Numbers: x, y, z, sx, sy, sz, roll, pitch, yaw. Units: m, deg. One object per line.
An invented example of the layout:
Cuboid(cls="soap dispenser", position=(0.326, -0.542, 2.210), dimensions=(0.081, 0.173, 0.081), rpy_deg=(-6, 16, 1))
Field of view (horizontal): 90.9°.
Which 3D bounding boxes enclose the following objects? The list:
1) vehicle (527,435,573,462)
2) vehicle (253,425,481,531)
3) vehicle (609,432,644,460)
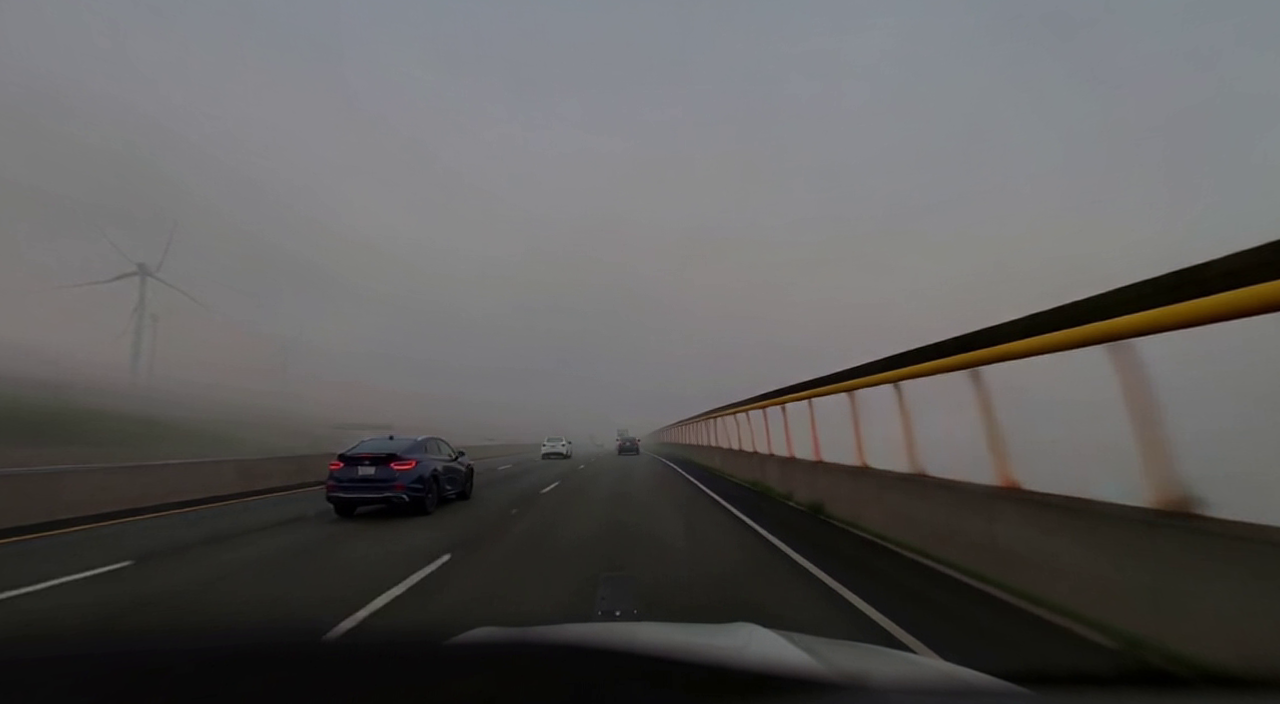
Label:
Cuboid(cls="vehicle", position=(-4.958, 5.367, 35.284), dimensions=(2.059, 1.436, 3.802), rpy_deg=(0, -8, -1))
Cuboid(cls="vehicle", position=(-4.389, 2.075, 11.143), dimensions=(1.998, 1.468, 4.635), rpy_deg=(0, -8, -1))
Cuboid(cls="vehicle", position=(-0.831, 5.687, 38.282), dimensions=(2.027, 1.550, 3.607), rpy_deg=(0, -8, -1))
